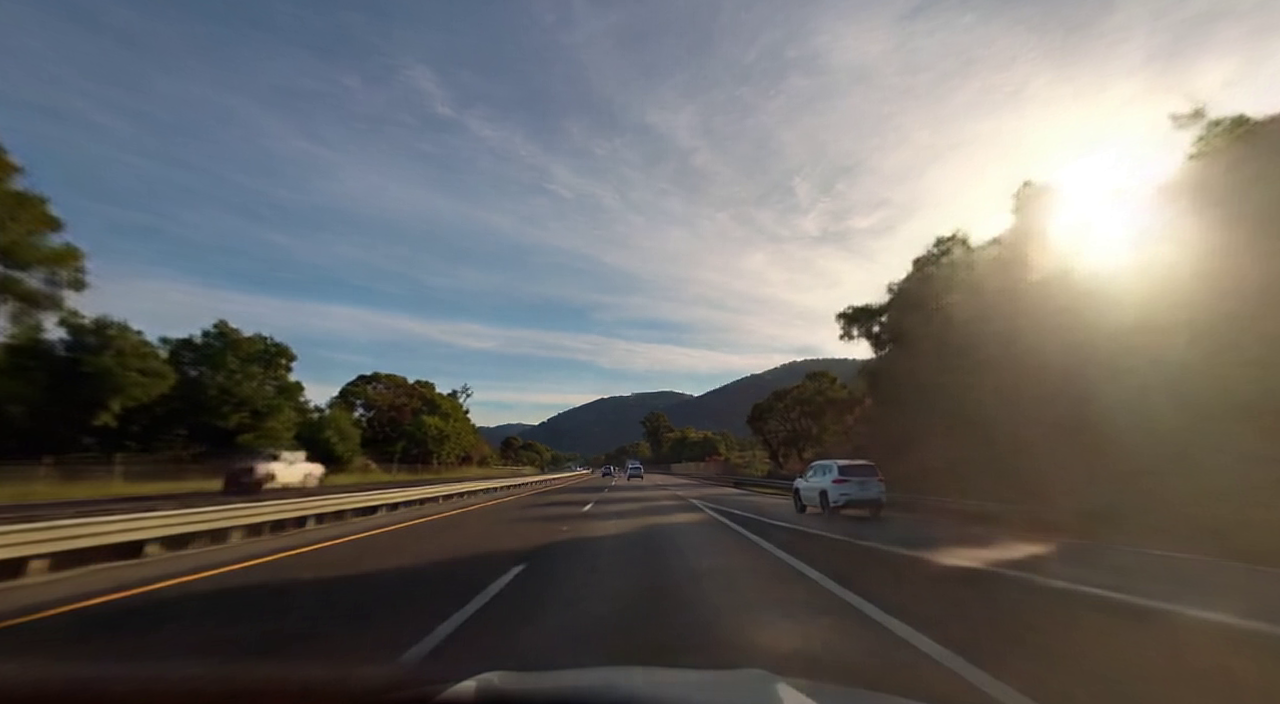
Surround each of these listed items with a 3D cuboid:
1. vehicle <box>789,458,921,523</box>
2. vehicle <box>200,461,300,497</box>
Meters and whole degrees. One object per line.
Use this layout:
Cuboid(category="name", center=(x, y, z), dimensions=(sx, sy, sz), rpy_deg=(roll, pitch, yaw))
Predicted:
Cuboid(category="vehicle", center=(6.585, 4.308, 19.963), dimensions=(2.089, 1.770, 4.571), rpy_deg=(2, -11, -7))
Cuboid(category="vehicle", center=(-17.293, 5.656, 28.209), dimensions=(1.852, 1.416, 3.987), rpy_deg=(0, -11, 1))
